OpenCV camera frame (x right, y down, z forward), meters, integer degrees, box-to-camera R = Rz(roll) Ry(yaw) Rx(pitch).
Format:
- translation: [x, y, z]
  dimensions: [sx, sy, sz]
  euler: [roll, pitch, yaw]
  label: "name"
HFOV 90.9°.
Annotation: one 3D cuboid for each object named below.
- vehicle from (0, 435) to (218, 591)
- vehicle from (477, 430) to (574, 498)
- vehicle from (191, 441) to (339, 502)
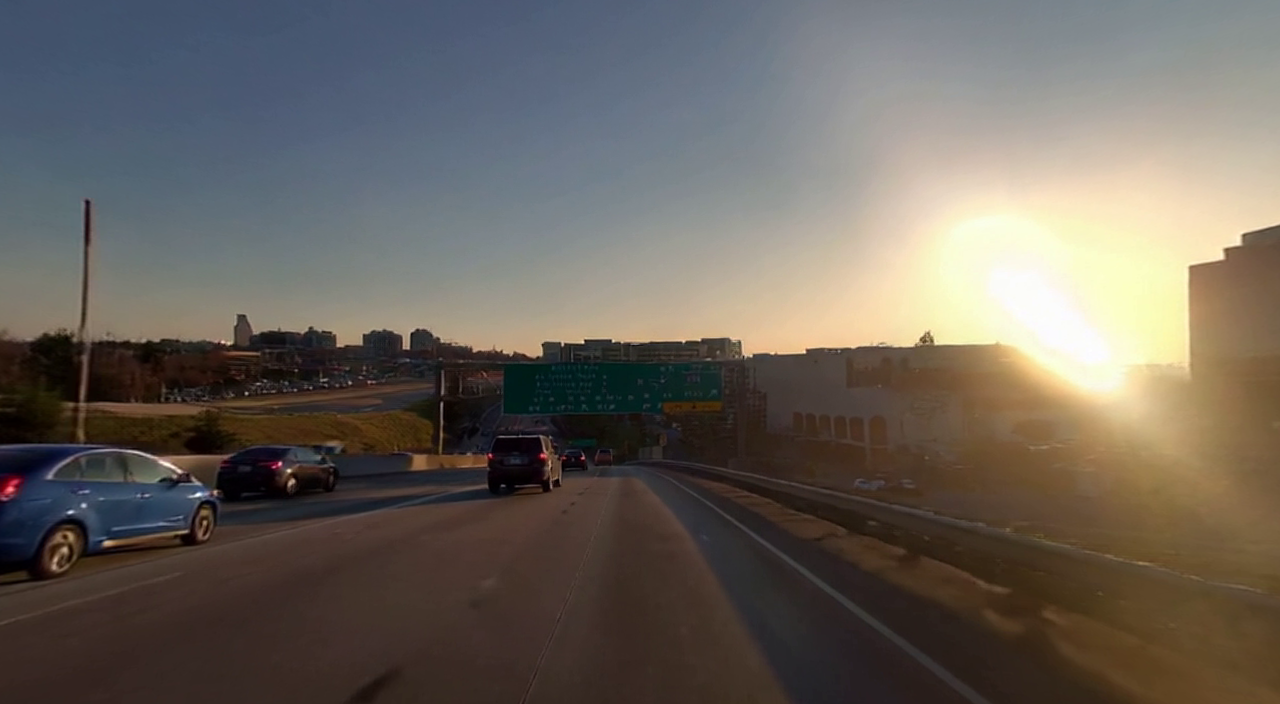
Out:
- translation: [-7.144, 1.778, 7.573]
  dimensions: [1.796, 1.509, 3.393]
  euler: [0, -8, -1]
  label: "vehicle"
- translation: [-3.678, 3.689, 21.363]
  dimensions: [2.301, 1.985, 5.247]
  euler: [0, -8, 0]
  label: "vehicle"
- translation: [-11.424, 3.631, 19.655]
  dimensions: [1.919, 1.665, 4.394]
  euler: [0, -8, -1]
  label: "vehicle"
